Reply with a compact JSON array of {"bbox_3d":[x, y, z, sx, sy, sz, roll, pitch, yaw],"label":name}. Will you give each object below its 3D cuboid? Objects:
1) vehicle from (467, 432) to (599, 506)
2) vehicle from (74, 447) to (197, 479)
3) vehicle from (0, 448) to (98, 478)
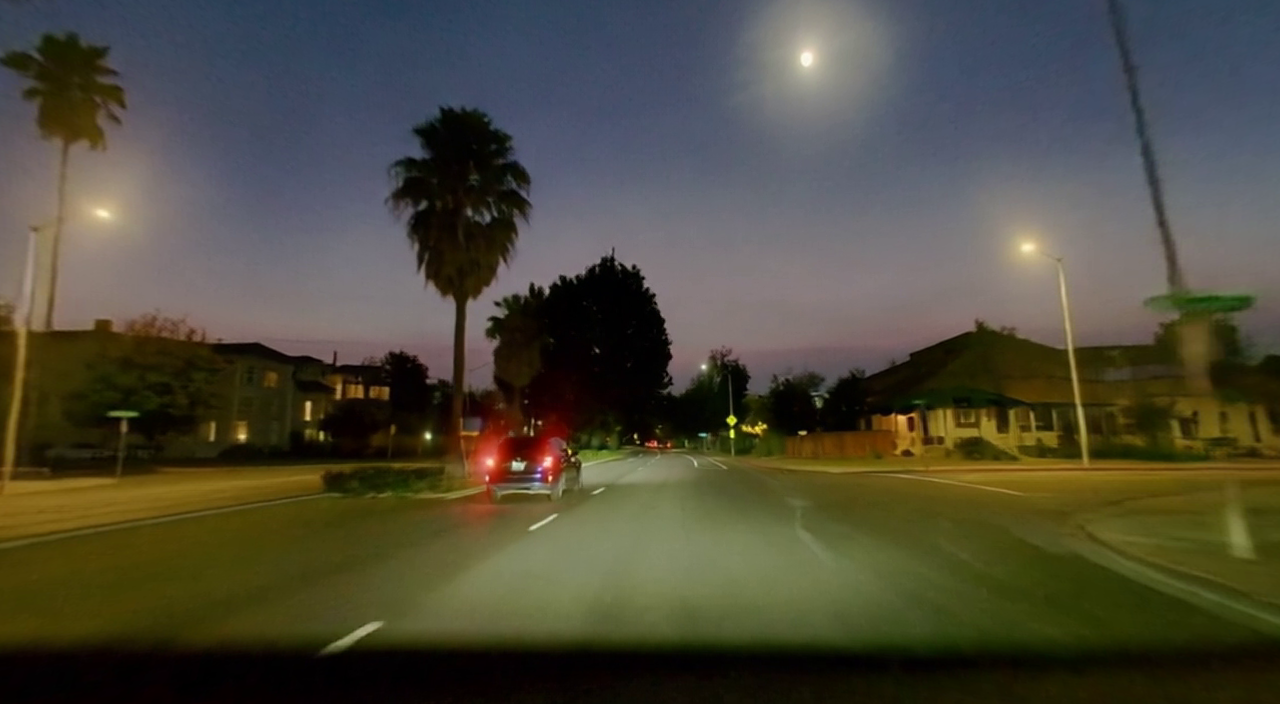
[{"bbox_3d":[-2.330,2.732,15.218,2.075,1.498,4.730,-1,-8,4],"label":"vehicle"},{"bbox_3d":[-25.464,5.578,31.874,4.776,1.491,1.991,-1,-9,8],"label":"vehicle"},{"bbox_3d":[-31.068,5.712,32.666,4.447,1.484,1.845,-1,-8,6],"label":"vehicle"}]
